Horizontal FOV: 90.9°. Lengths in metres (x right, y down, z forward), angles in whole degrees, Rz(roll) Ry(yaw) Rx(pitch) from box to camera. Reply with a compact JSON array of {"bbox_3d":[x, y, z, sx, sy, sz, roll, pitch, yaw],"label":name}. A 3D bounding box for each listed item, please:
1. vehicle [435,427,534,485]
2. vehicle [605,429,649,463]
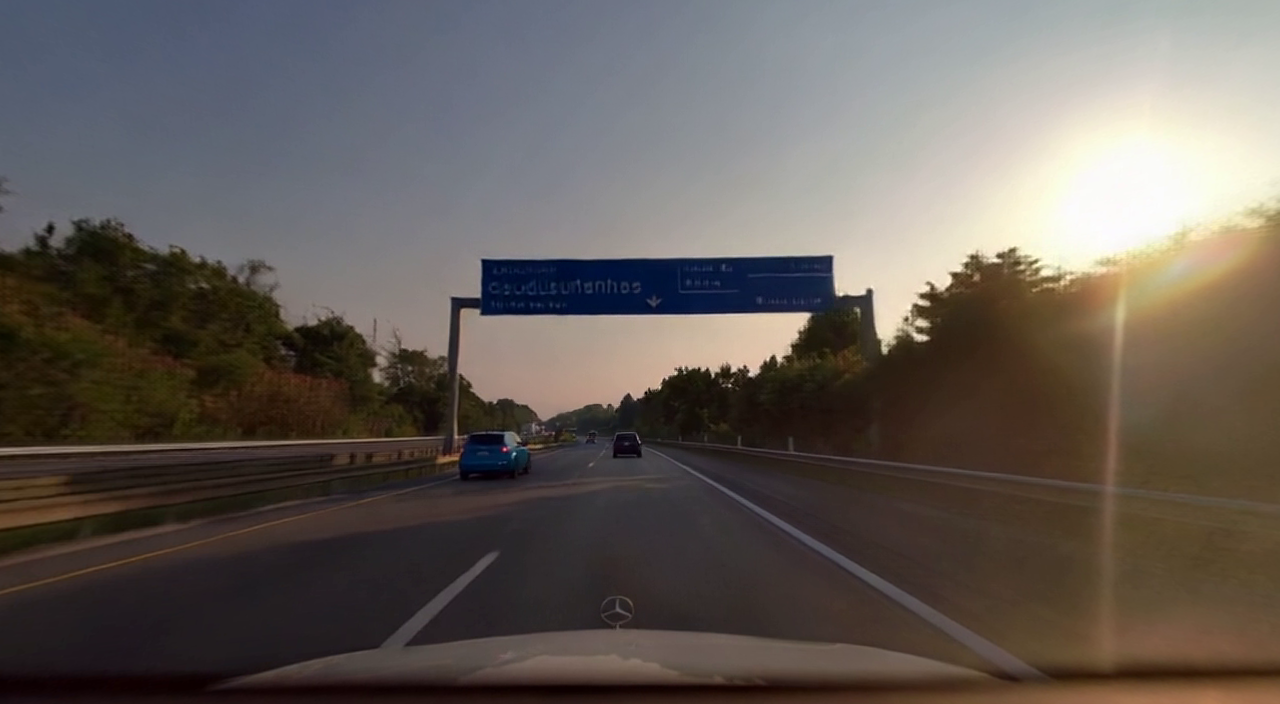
[{"bbox_3d":[-4.509,3.061,18.930,1.975,1.518,4.242,0,-8,-1],"label":"vehicle"},{"bbox_3d":[-0.694,4.885,32.961,2.162,1.616,4.242,0,-8,-1],"label":"vehicle"}]
